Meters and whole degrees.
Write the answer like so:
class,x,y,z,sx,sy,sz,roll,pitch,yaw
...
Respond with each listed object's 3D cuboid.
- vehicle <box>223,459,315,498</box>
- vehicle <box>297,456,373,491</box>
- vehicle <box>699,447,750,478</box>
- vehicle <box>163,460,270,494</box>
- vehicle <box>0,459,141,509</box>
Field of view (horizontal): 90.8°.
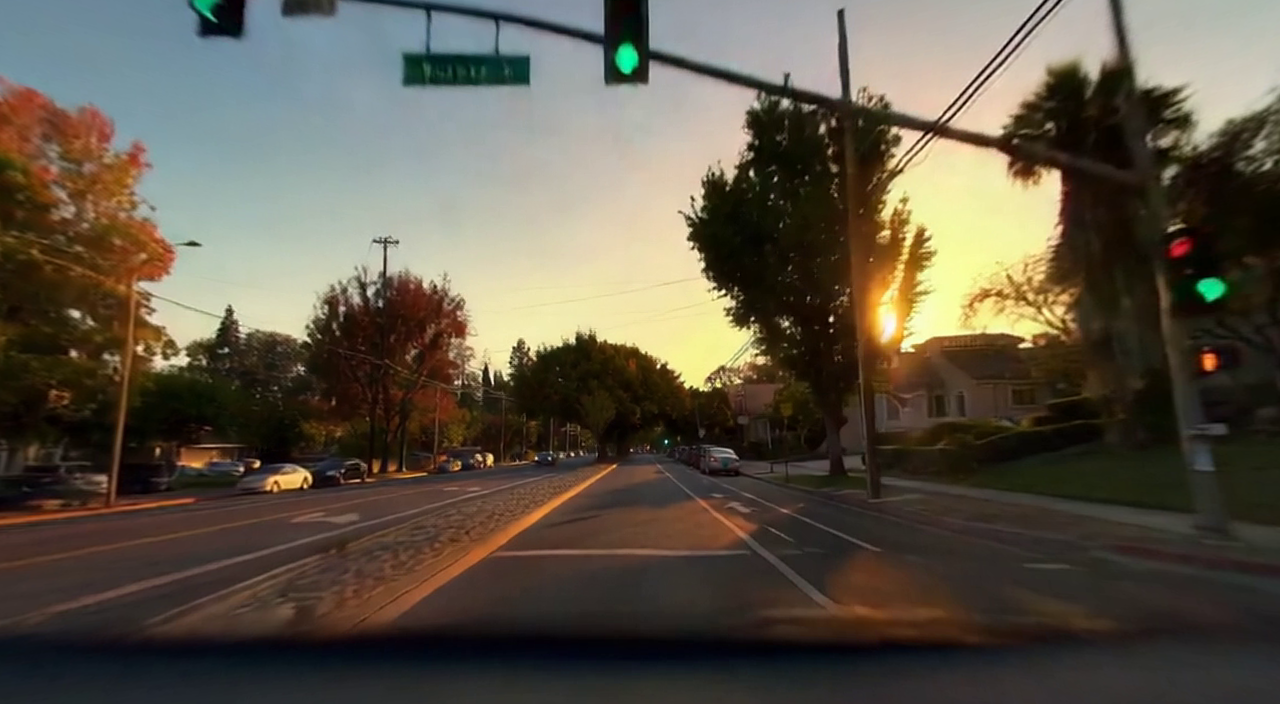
class,x,y,z,sx,sy,sz,roll,pitch,yaw
vehicle,-17.822,6.079,30.636,1.896,1.661,4.191,-1,-9,0
vehicle,-17.839,7.100,37.259,2.105,1.734,4.673,-4,-8,1
vehicle,4.392,5.846,33.672,1.927,1.523,4.668,0,-9,-2
vehicle,-23.628,6.964,35.354,4.670,1.486,1.864,-4,-9,1
vehicle,-23.274,5.249,25.384,4.488,1.810,2.003,1,-9,-9
